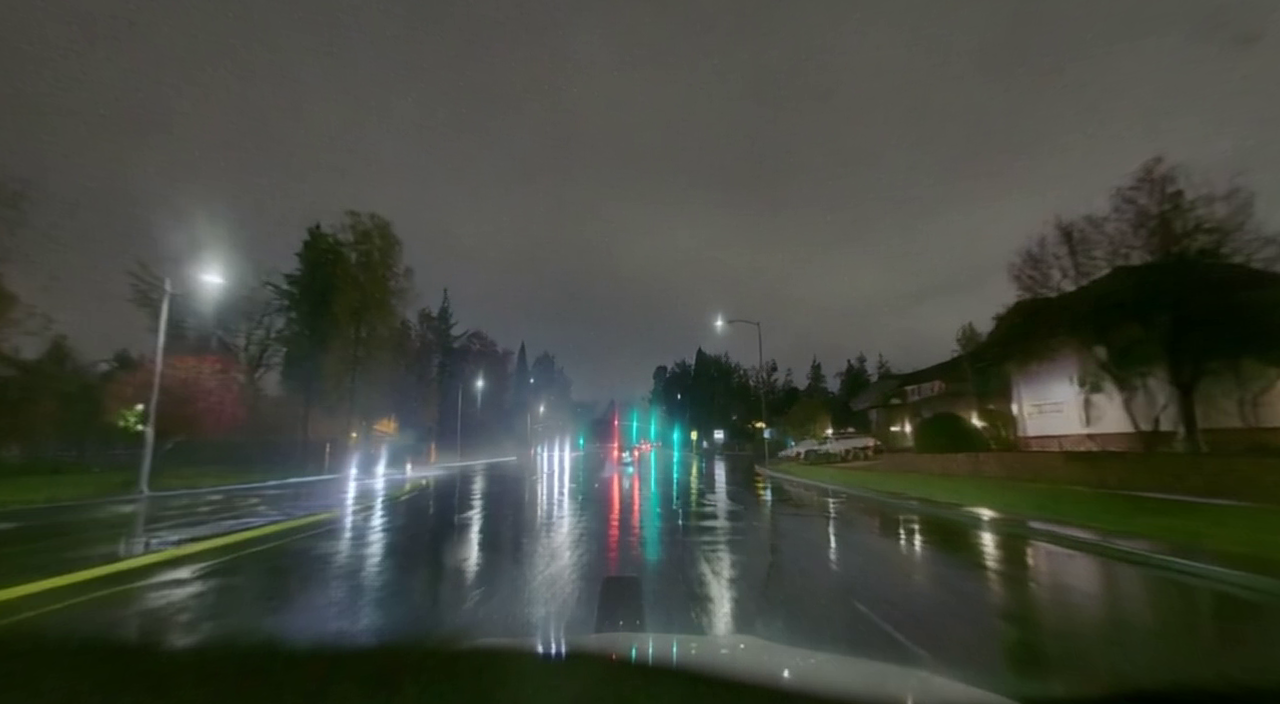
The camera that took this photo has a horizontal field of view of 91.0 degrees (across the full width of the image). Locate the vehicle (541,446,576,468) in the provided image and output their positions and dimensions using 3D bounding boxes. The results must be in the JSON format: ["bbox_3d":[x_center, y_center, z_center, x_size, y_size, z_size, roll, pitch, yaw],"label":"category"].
[{"bbox_3d":[-5.831,7.536,45.339,2.014,1.472,4.357,0,-9,-1],"label":"vehicle"}]

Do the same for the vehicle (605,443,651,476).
[{"bbox_3d":[-0.520,5.409,31.920,2.106,1.517,4.375,0,-9,2],"label":"vehicle"}]

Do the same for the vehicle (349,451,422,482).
[{"bbox_3d":[-13.683,6.153,34.172,1.949,1.517,4.459,0,-9,2],"label":"vehicle"}]
